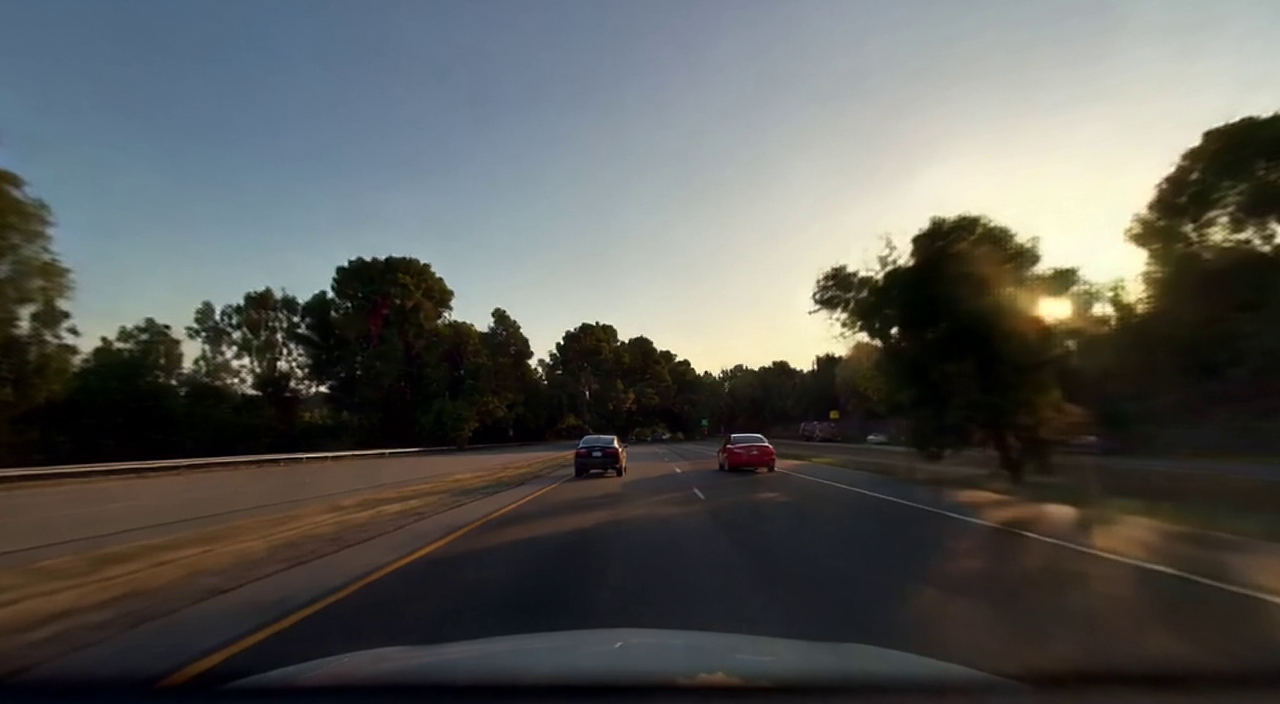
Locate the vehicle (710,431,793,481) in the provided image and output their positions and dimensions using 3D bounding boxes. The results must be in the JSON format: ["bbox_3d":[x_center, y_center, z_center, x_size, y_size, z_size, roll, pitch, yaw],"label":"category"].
[{"bbox_3d":[3.625,3.441,21.273,2.010,1.508,4.285,0,-8,-1],"label":"vehicle"}]

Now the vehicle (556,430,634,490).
[{"bbox_3d":[-1.139,2.946,17.608,1.897,1.479,3.724,0,-8,0],"label":"vehicle"}]

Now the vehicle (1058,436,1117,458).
[{"bbox_3d":[30.501,6.437,42.931,1.735,1.441,3.832,-1,-8,10],"label":"vehicle"}]
